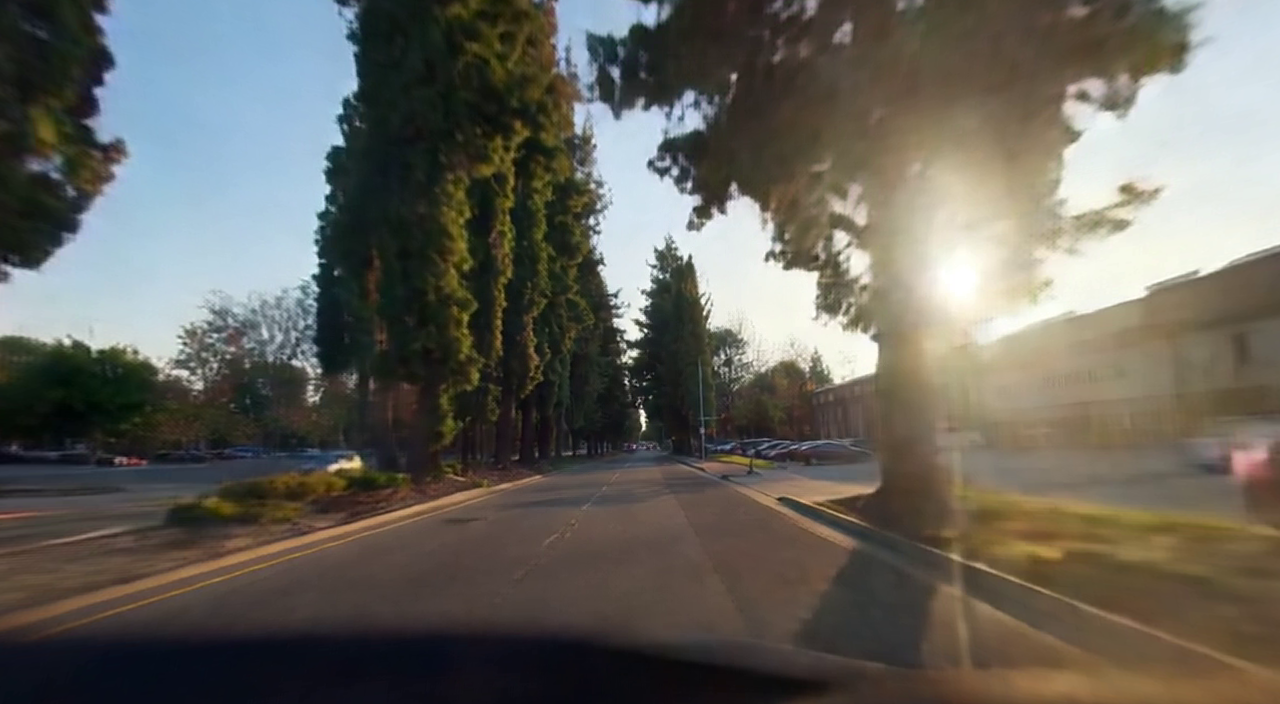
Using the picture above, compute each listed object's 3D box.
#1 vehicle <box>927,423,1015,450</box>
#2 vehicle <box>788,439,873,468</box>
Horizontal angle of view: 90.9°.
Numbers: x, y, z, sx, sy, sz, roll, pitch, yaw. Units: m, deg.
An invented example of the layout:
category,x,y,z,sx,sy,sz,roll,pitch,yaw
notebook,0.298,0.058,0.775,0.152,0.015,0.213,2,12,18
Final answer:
category,x,y,z,sx,sy,sz,roll,pitch,yaw
vehicle,22.769,5.831,43.507,4.759,1.564,2.117,-3,-7,0
vehicle,11.225,6.040,37.393,4.361,1.462,1.857,-3,-11,1
